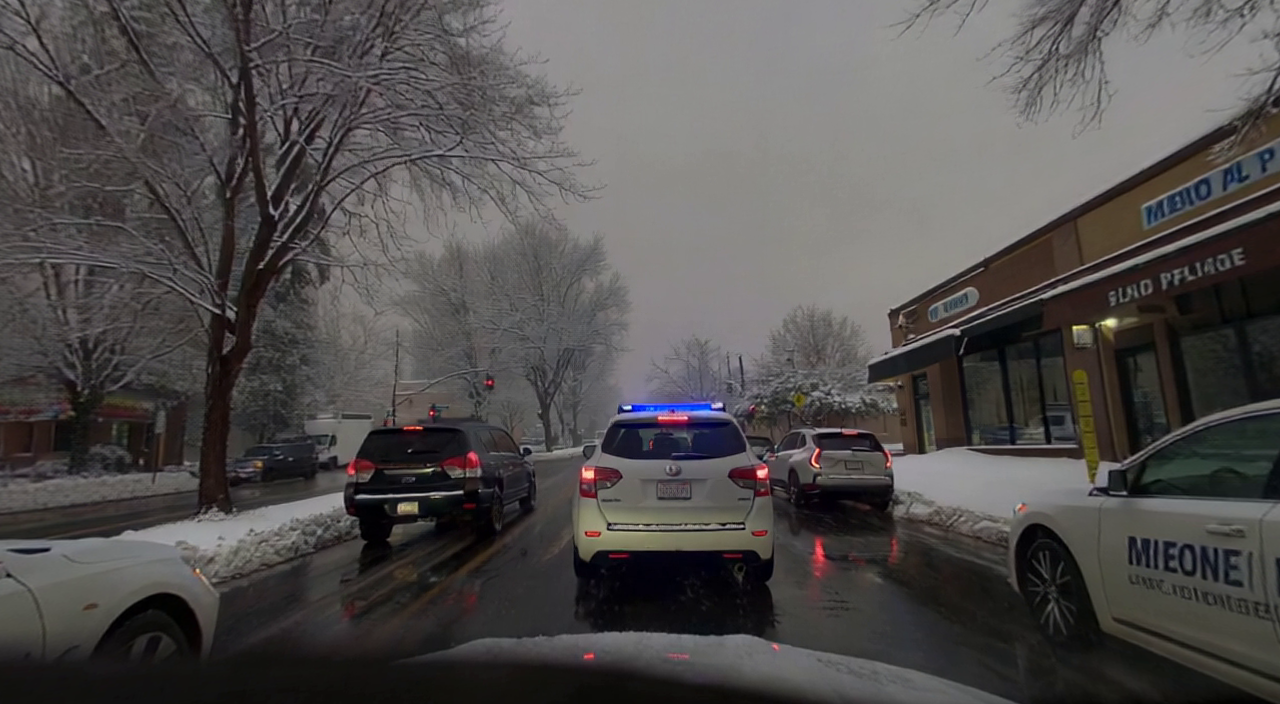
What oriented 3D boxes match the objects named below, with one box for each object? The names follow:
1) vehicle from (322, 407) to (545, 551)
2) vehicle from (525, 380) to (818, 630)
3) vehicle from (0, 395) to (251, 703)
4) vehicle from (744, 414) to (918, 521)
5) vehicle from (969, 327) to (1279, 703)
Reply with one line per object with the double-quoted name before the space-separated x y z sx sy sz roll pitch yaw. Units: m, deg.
"vehicle" -2.951 1.937 10.289 2.135 1.806 4.514 0 -8 -1
"vehicle" 0.212 1.378 6.564 2.075 1.770 4.018 0 -8 0
"vehicle" -2.896 0.736 0.972 1.908 1.474 4.257 0 -8 -1
"vehicle" 4.018 2.552 14.530 2.038 1.865 5.786 3 -9 -2
"vehicle" 4.047 0.912 3.270 1.987 1.877 5.330 3 -8 2
